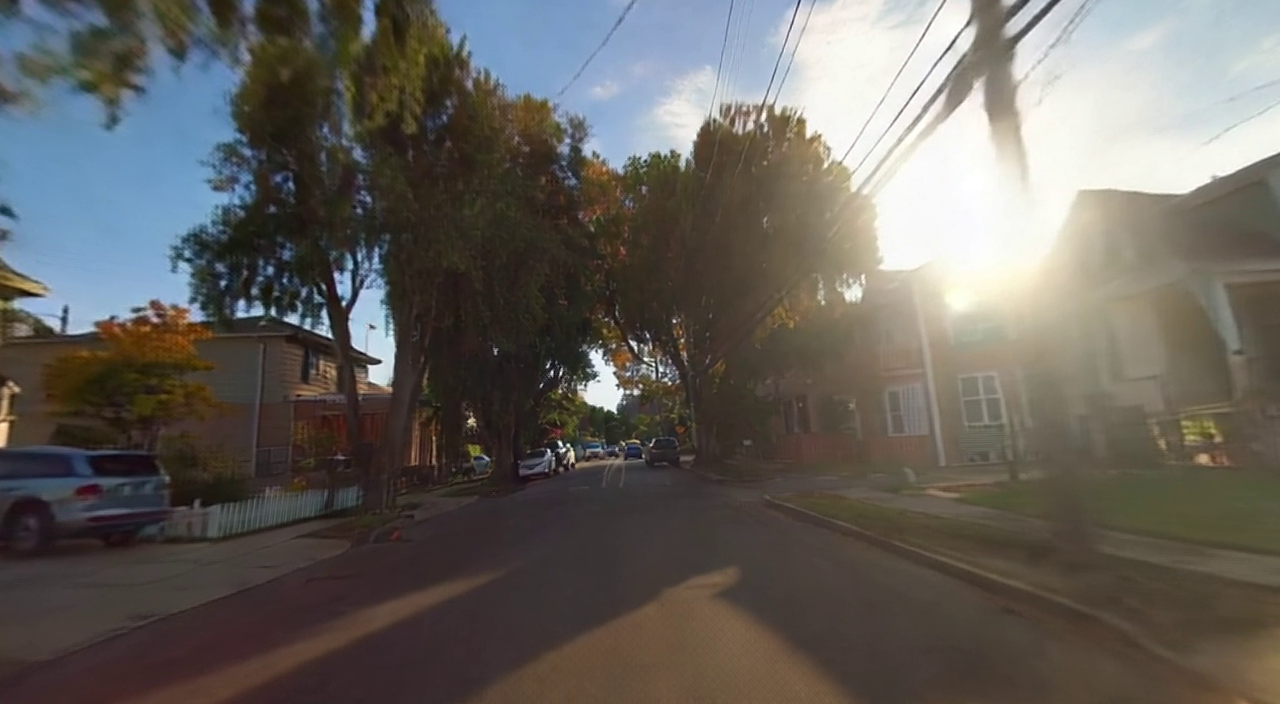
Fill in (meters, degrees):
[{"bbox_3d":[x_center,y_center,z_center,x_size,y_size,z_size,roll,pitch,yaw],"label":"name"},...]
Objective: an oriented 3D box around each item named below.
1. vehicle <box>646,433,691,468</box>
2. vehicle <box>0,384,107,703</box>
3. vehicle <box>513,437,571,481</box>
[{"bbox_3d":[1.608,5.740,37.140,2.129,1.873,4.471,-1,-7,-4],"label":"vehicle"},{"bbox_3d":[-3.310,0.834,0.224,2.204,1.655,4.813,-8,-7,-2],"label":"vehicle"},{"bbox_3d":[-4.519,4.962,29.759,2.082,1.759,4.541,-2,-7,-2],"label":"vehicle"}]
